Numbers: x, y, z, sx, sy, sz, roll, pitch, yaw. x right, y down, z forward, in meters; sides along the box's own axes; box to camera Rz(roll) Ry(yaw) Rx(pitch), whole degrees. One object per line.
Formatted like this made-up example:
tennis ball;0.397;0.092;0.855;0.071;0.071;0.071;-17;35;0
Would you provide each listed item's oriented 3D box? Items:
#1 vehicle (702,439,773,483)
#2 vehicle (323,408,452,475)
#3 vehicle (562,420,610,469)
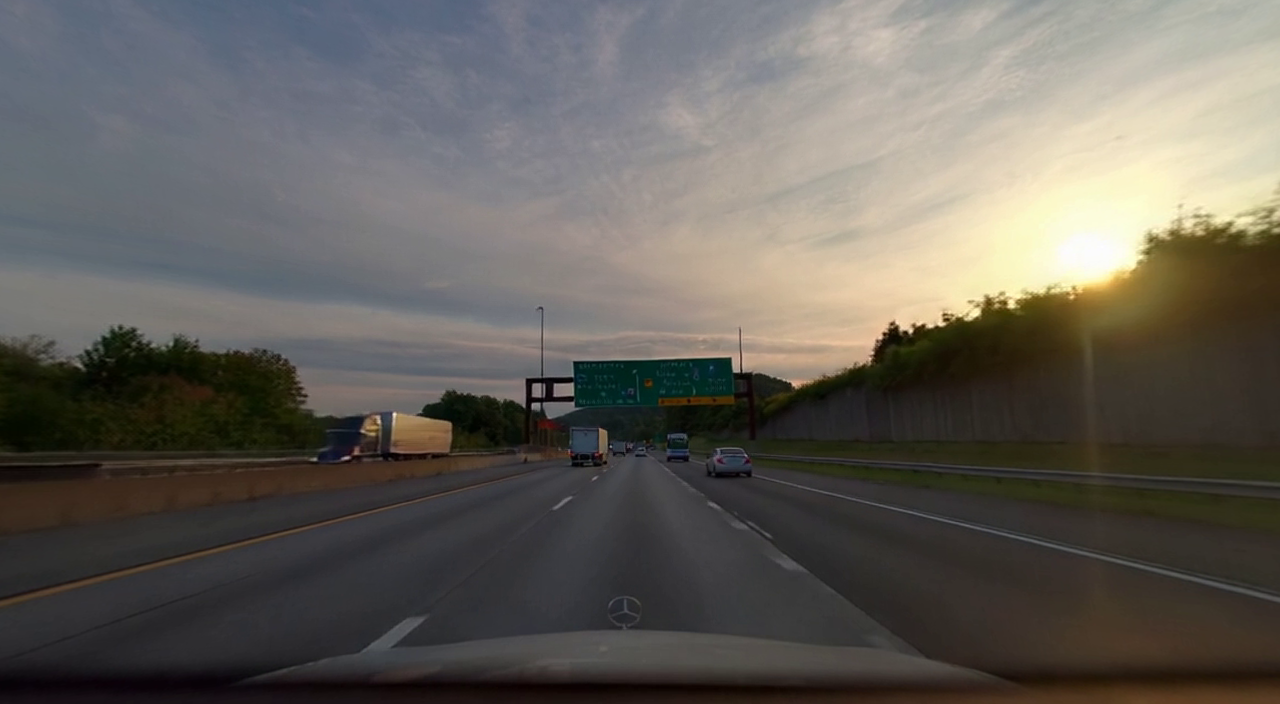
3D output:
vehicle;3.661;4.197;24.409;1.983;1.545;4.038;0;-9;-1
vehicle;-18.710;7.053;49.004;3.193;4.259;17.218;0;-9;-1
vehicle;-3.696;6.602;44.819;2.667;3.195;6.731;0;-9;1
